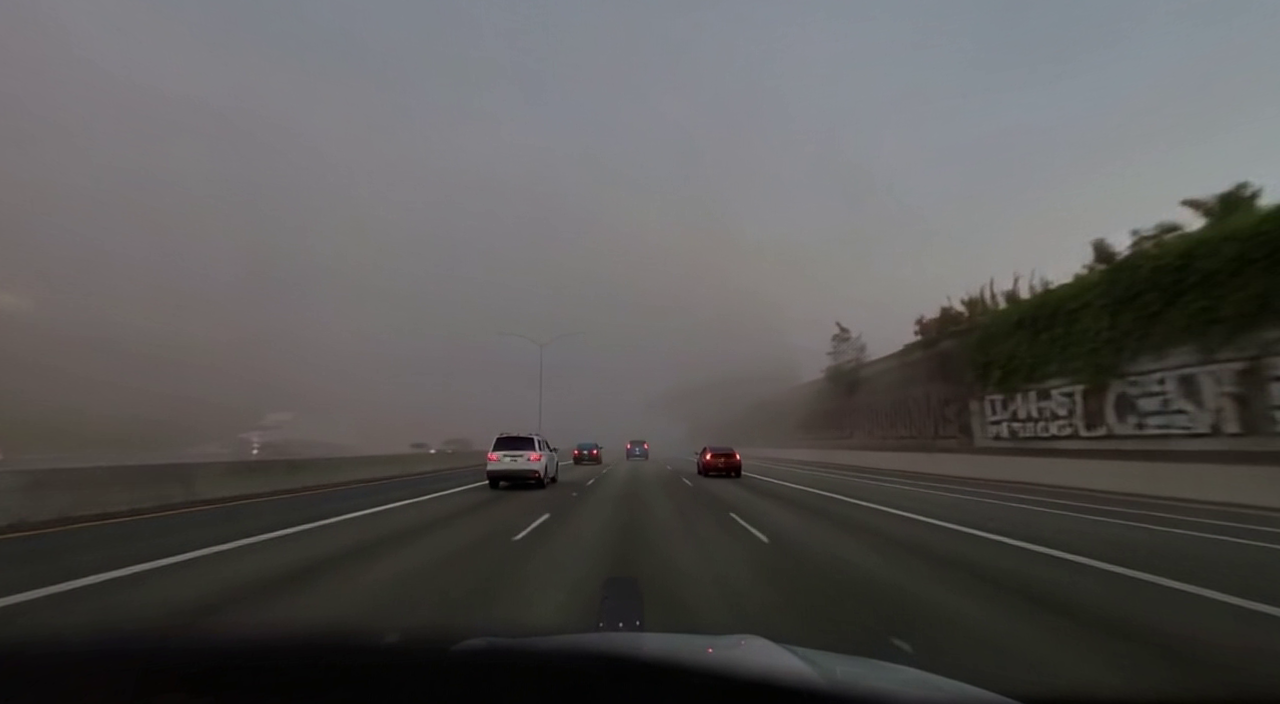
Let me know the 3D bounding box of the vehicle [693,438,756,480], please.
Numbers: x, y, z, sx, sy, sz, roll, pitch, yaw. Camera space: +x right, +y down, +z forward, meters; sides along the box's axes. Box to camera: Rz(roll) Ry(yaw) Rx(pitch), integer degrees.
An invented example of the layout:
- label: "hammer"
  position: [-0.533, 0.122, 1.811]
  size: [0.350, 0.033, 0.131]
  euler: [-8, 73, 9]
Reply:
- label: "vehicle"
  position: [3.769, 4.877, 29.027]
  size: [2.224, 1.752, 4.487]
  euler: [0, -9, -1]

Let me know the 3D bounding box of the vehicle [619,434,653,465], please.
- label: "vehicle"
  position: [-0.265, 7.516, 48.708]
  size: [2.485, 2.215, 5.199]
  euler: [0, -9, 0]

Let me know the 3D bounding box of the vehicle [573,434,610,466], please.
- label: "vehicle"
  position: [-3.472, 7.161, 46.142]
  size: [2.378, 2.214, 4.352]
  euler: [0, -9, 0]

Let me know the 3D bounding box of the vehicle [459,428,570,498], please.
- label: "vehicle"
  position: [-3.580, 3.311, 19.216]
  size: [2.184, 1.819, 5.441]
  euler: [0, -9, 1]
